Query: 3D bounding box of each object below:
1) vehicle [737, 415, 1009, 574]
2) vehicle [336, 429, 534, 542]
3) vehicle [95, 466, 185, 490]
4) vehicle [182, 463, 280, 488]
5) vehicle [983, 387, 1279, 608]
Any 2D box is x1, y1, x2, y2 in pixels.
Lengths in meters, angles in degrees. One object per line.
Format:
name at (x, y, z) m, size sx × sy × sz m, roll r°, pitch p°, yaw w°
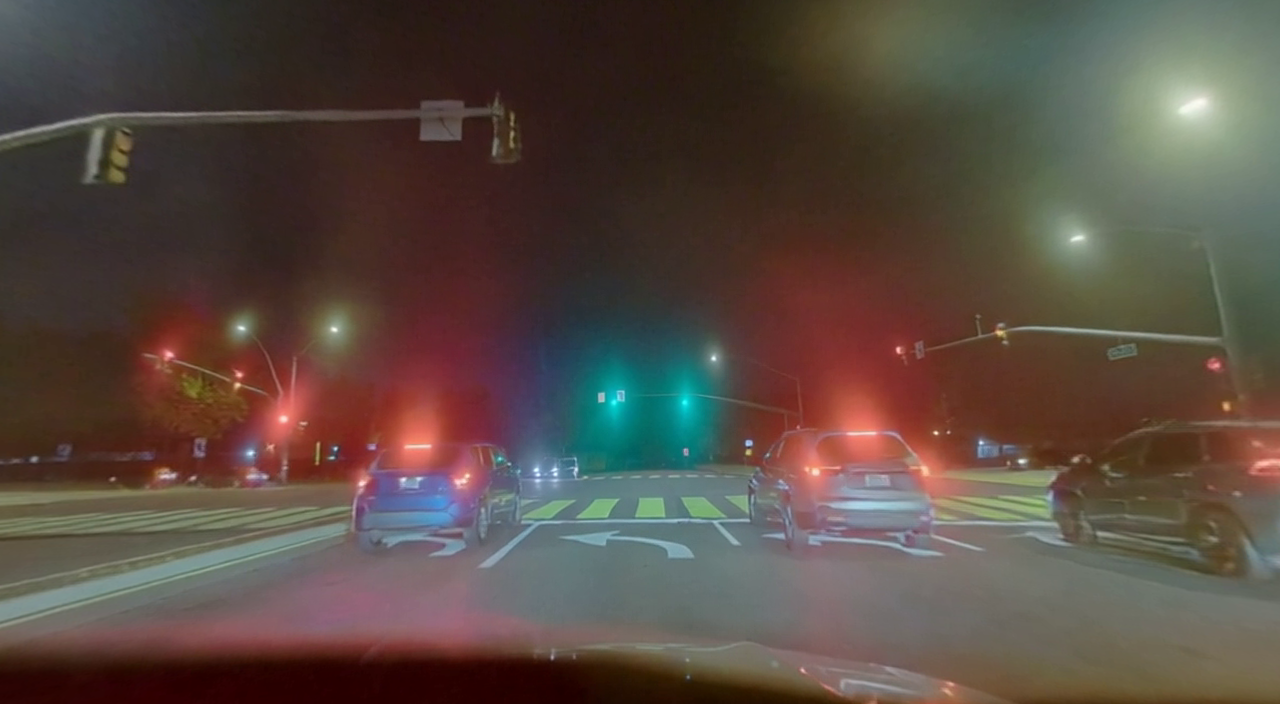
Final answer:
vehicle at (2.837, 1.859, 9.047) m, size 2.099 × 1.671 × 4.491 m, roll 0°, pitch -9°, yaw -1°
vehicle at (-3.099, 2.102, 10.503) m, size 1.969 × 1.513 × 3.773 m, roll 0°, pitch -9°, yaw 1°
vehicle at (-33.789, 8.518, 42.771) m, size 4.461 × 1.469 × 1.788 m, roll 0°, pitch -9°, yaw -2°
vehicle at (-25.802, 7.780, 39.962) m, size 4.825 × 1.483 × 1.817 m, roll 0°, pitch -9°, yaw -3°
vehicle at (6.312, 1.506, 7.233) m, size 2.109 × 1.809 × 4.528 m, roll 0°, pitch -9°, yaw -1°
